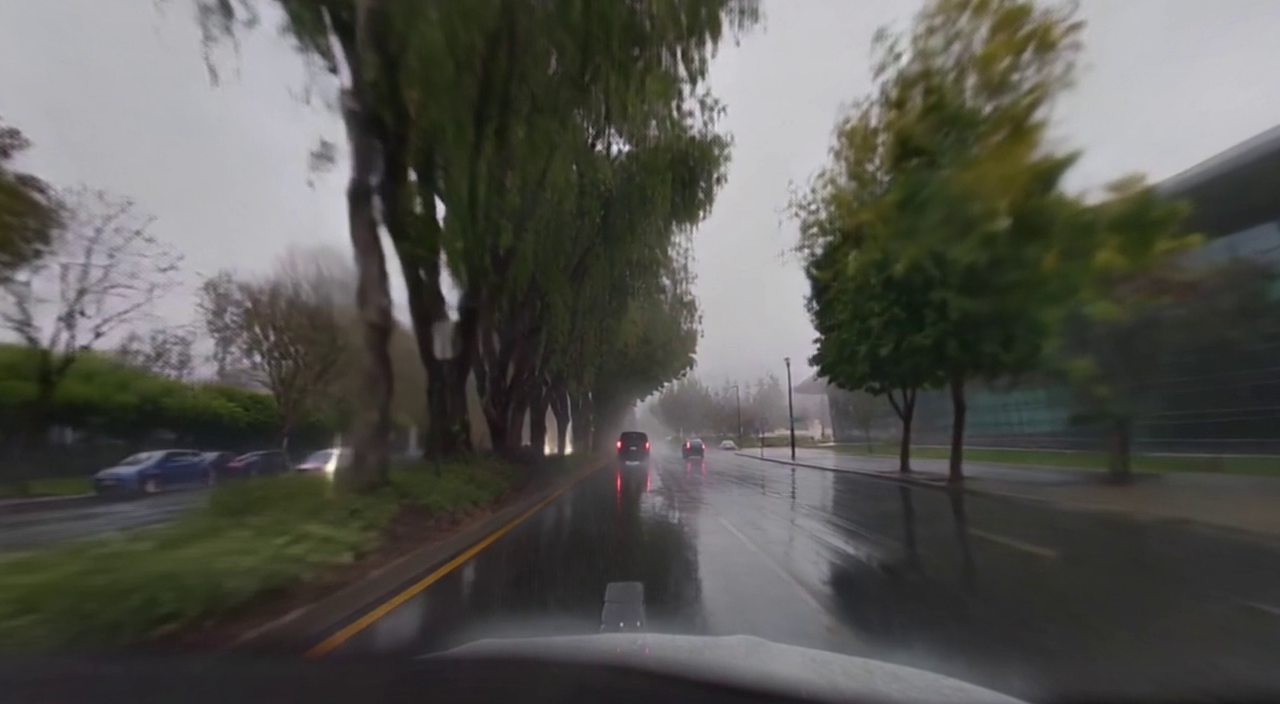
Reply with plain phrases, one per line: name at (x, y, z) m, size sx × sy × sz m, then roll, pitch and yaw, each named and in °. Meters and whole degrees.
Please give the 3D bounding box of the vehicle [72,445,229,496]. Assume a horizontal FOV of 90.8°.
vehicle at (-18.107, 4.371, 23.763) m, size 1.999 × 1.682 × 4.914 m, roll 0°, pitch -8°, yaw 0°

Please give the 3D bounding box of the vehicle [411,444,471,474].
vehicle at (-10.342, 5.580, 33.152) m, size 1.950 × 1.438 × 4.343 m, roll 0°, pitch -8°, yaw -4°

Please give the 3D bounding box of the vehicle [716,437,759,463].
vehicle at (7.078, 7.176, 46.352) m, size 2.364 × 1.781 × 4.854 m, roll 0°, pitch -8°, yaw -1°

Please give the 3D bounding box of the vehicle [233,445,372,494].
vehicle at (-11.310, 3.939, 21.670) m, size 2.013 × 1.460 × 4.902 m, roll 0°, pitch -8°, yaw 1°

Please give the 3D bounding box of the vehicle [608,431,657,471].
vehicle at (-0.402, 5.314, 34.092) m, size 2.411 × 1.937 × 5.186 m, roll 0°, pitch -8°, yaw -1°
